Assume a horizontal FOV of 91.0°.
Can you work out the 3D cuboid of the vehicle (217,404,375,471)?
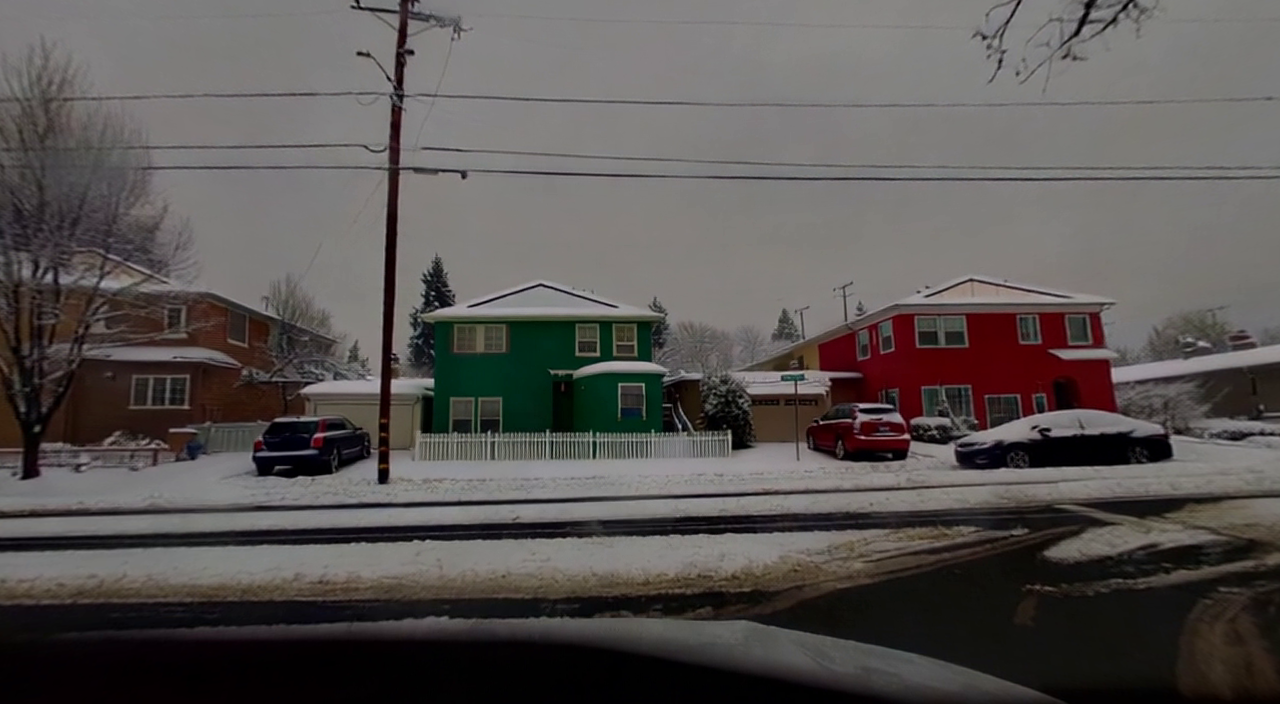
[{"bbox_3d":[-10.042,2.591,18.933,2.091,1.760,4.760,0,-8,-1],"label":"vehicle"}]

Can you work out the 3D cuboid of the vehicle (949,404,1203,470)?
[{"bbox_3d":[10.381,2.070,15.298,4.644,1.482,1.997,0,-8,1],"label":"vehicle"}]

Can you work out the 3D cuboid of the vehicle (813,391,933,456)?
[{"bbox_3d":[6.959,2.254,19.295,2.053,1.756,4.034,1,-9,-1],"label":"vehicle"}]

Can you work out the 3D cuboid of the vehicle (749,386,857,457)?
[{"bbox_3d":[4.772,2.132,19.179,2.081,1.891,4.367,1,-7,-1],"label":"vehicle"}]
